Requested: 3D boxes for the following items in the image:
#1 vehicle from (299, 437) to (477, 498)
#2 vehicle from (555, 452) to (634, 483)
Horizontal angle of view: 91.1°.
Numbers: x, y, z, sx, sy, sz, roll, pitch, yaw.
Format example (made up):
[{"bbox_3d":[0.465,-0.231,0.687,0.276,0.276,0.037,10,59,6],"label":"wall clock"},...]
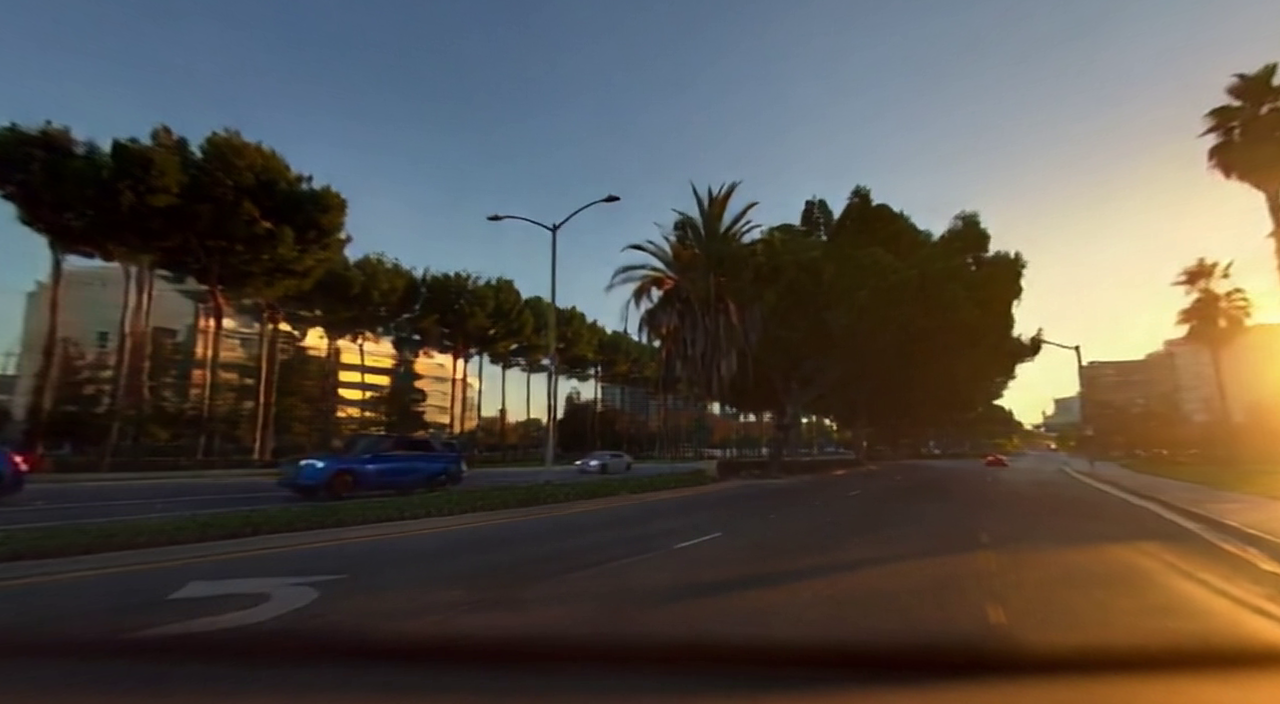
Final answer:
[{"bbox_3d":[-8.919,4.121,22.974,2.273,1.890,5.841,-5,-10,29],"label":"vehicle"},{"bbox_3d":[-2.401,6.245,34.382,1.915,1.490,4.763,-5,-10,30],"label":"vehicle"}]
